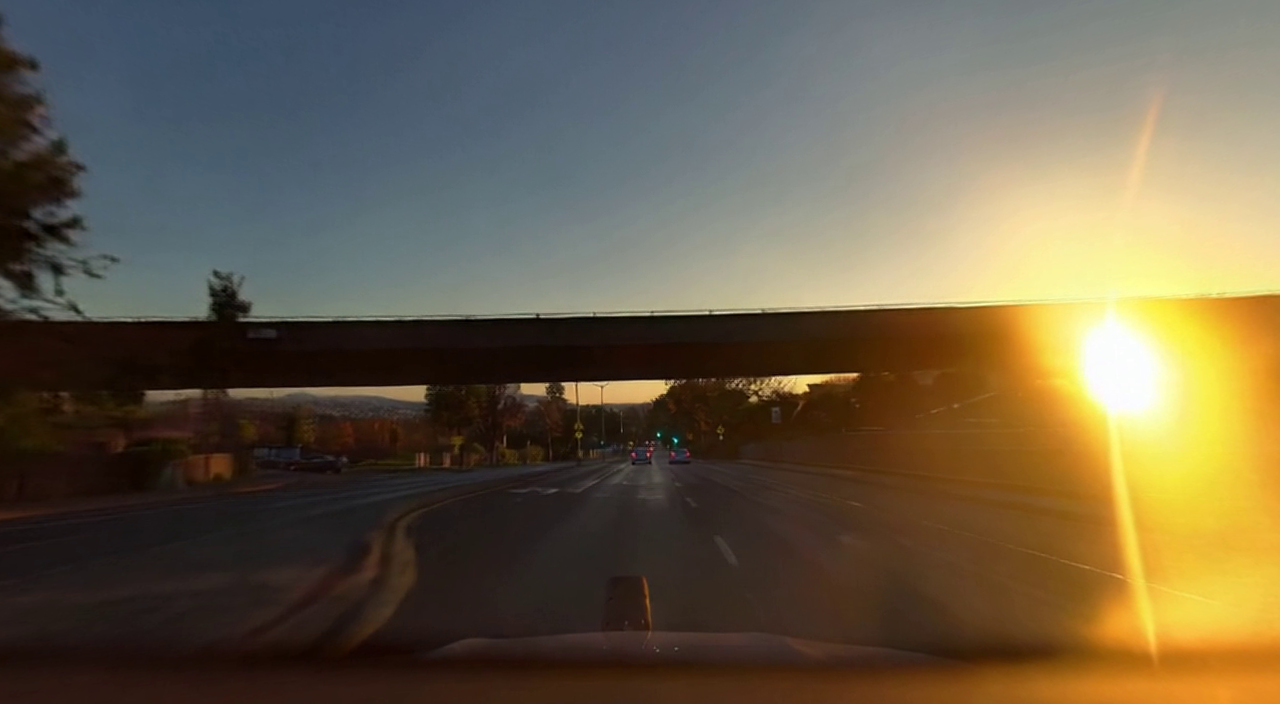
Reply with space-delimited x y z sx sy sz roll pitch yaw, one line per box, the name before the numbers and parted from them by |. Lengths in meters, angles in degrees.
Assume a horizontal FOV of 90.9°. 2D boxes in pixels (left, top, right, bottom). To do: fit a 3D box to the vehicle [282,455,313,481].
vehicle | -25.701 8.681 47.426 1.847 1.698 4.345 4 -9 -27
